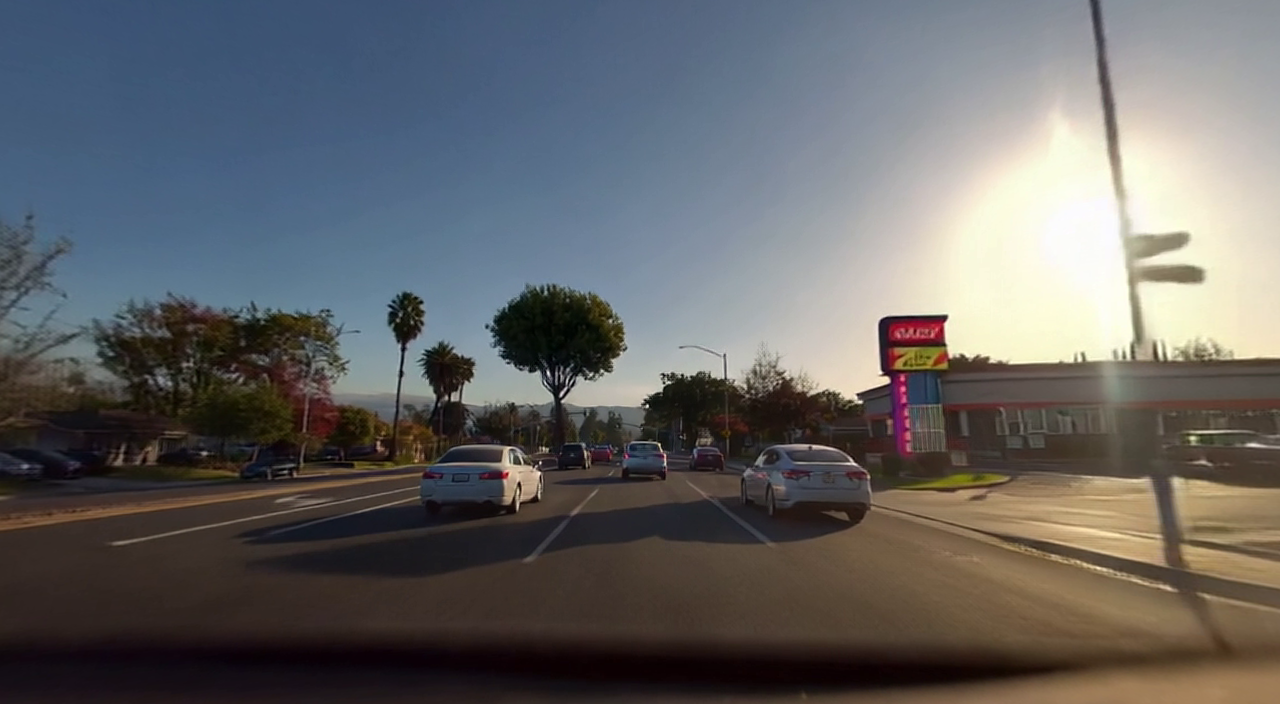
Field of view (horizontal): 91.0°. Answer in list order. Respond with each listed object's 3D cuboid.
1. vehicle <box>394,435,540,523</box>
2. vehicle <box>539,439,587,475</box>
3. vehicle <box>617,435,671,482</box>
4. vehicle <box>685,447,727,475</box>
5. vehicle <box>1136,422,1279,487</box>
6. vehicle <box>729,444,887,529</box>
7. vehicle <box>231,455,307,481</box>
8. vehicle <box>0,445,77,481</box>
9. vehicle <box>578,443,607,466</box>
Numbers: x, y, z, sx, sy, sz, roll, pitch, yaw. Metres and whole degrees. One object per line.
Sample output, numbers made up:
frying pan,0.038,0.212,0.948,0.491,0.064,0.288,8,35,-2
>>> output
vehicle,-3.312,2.498,12.991,1.864,1.505,4.202,0,-8,-1
vehicle,-3.845,5.350,32.213,1.932,1.695,4.235,0,-8,0
vehicle,0.119,4.587,27.442,2.164,1.867,4.254,0,-8,-1
vehicle,3.672,6.147,35.837,1.880,1.476,3.932,0,-8,-1
vehicle,18.571,3.237,20.177,1.905,1.833,4.347,0,-8,3
vehicle,3.288,2.710,13.430,1.977,1.480,4.589,0,-8,-2
vehicle,-22.508,7.040,38.453,1.827,1.441,4.660,0,-8,0
vehicle,-30.077,5.304,30.200,4.123,1.648,2.053,0,-8,1
vehicle,-3.617,7.869,48.379,1.871,1.673,3.920,0,-8,1
